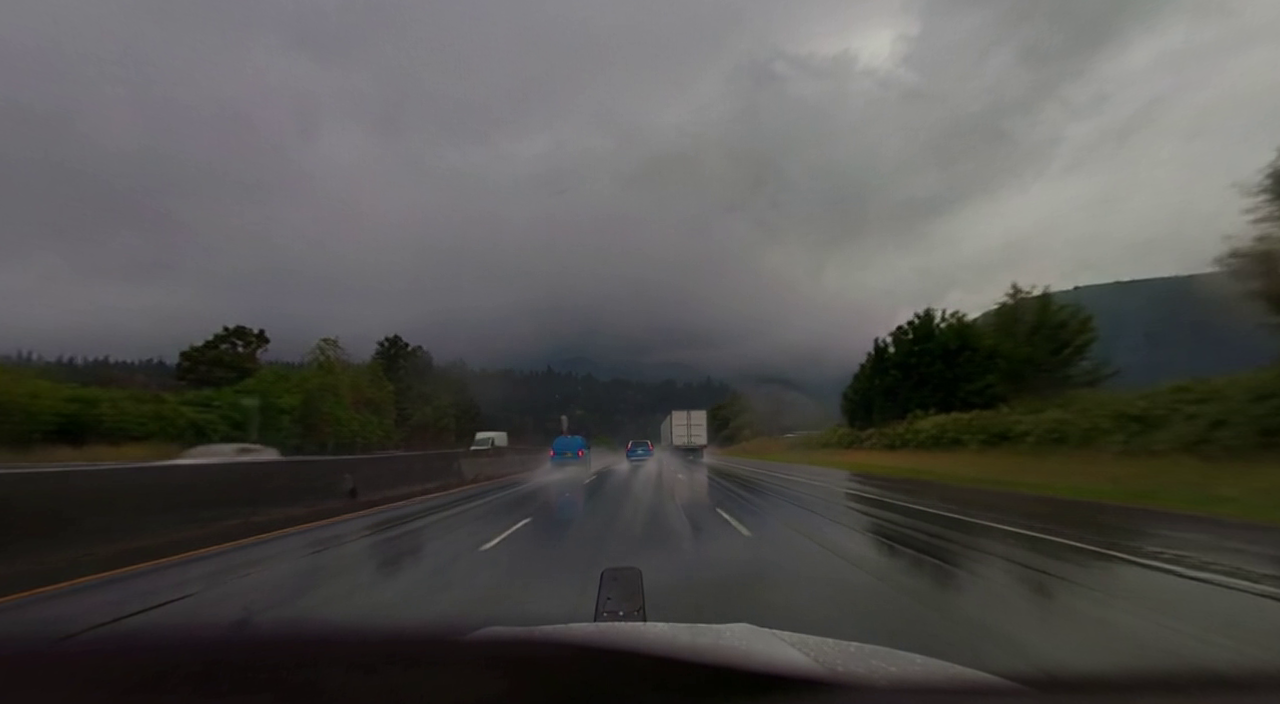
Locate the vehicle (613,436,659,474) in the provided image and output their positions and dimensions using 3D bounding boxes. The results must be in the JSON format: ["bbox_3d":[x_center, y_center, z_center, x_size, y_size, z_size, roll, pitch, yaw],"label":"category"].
[{"bbox_3d":[-0.204,5.289,32.561,2.209,1.825,4.036,0,-9,0],"label":"vehicle"}]

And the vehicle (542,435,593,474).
[{"bbox_3d":[-3.955,5.692,35.224,2.167,1.991,5.062,-1,-9,1],"label":"vehicle"}]
